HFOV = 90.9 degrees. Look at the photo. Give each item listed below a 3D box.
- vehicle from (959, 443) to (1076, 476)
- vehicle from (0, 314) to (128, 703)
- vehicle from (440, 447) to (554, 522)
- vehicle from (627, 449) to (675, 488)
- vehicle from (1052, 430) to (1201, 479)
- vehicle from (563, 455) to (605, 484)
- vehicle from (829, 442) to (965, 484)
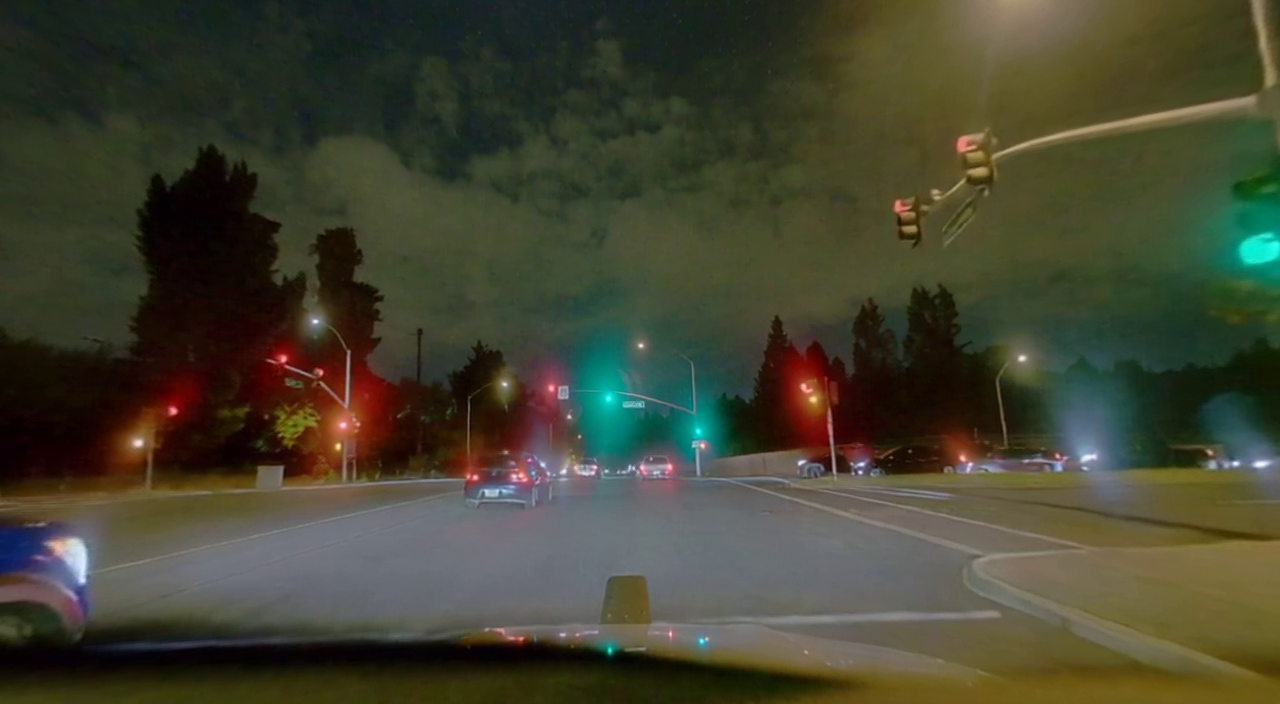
[{"bbox_3d":[18.633,5.309,31.284,4.478,1.495,2.063,-1,-8,0],"label":"vehicle"},{"bbox_3d":[-3.199,0.514,0.164,2.190,1.766,4.649,-1,-8,0],"label":"vehicle"},{"bbox_3d":[-3.325,3.128,15.355,1.960,1.528,3.490,-1,-8,0],"label":"vehicle"},{"bbox_3d":[0.522,5.610,30.756,2.163,1.678,3.846,-1,-8,0],"label":"vehicle"},{"bbox_3d":[21.049,4.442,27.457,4.585,1.681,2.140,-4,-8,0],"label":"vehicle"},{"bbox_3d":[-3.281,6.975,37.730,2.013,1.474,4.393,-1,-8,1],"label":"vehicle"},{"bbox_3d":[11.029,4.816,27.316,4.875,1.473,2.077,-3,-11,-1],"label":"vehicle"}]
